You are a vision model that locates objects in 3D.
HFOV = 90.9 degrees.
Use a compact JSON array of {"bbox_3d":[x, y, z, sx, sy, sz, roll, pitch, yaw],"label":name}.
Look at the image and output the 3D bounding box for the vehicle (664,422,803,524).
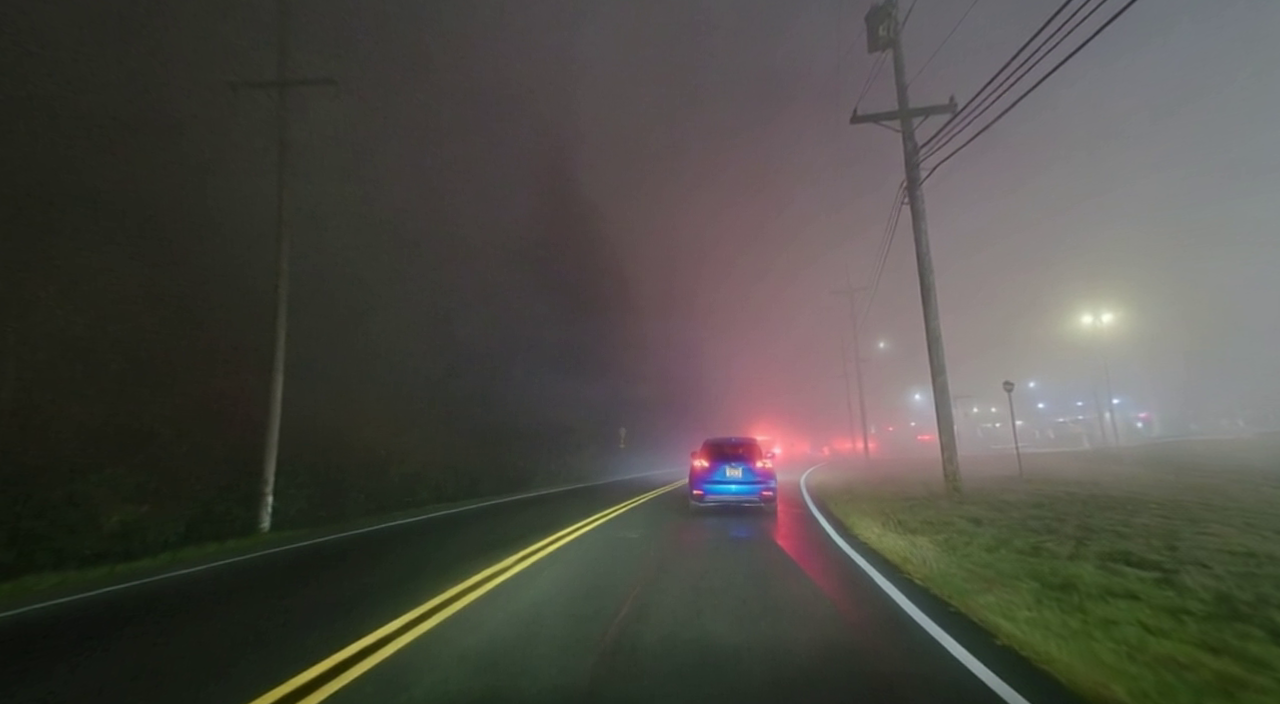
[{"bbox_3d":[1.799,2.217,12.085,2.157,1.565,4.243,-1,-9,9],"label":"vehicle"}]
